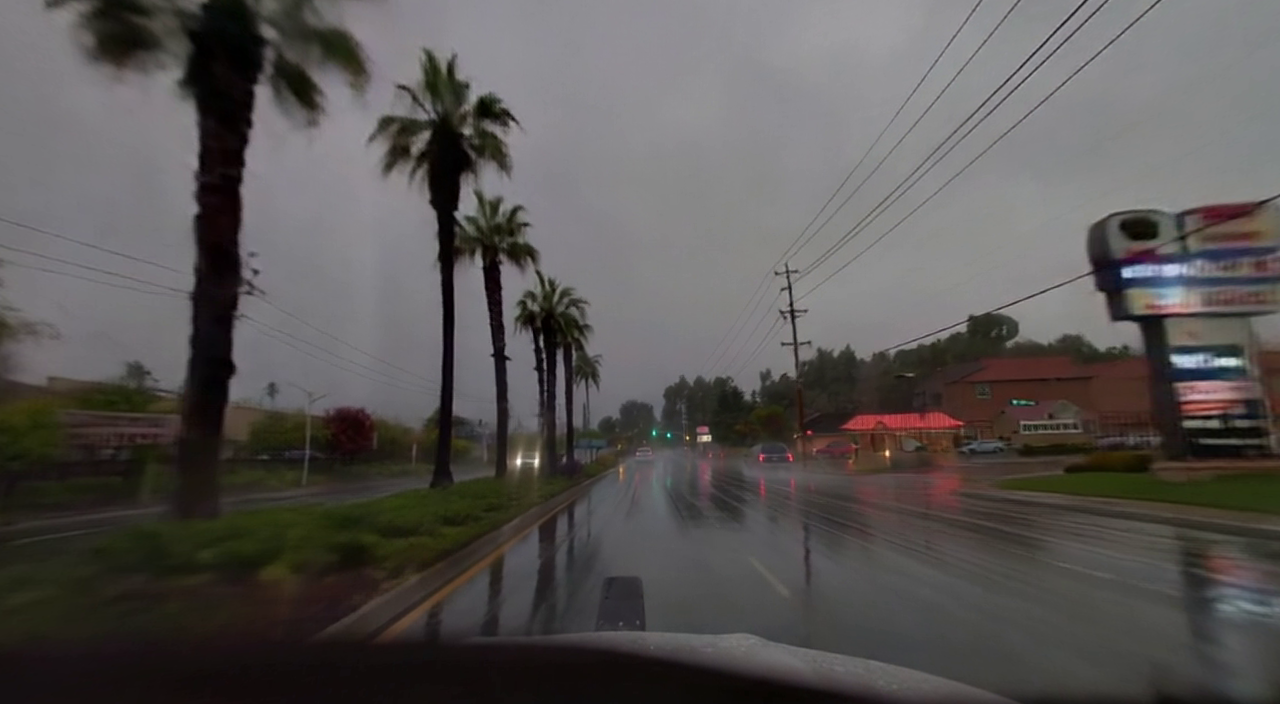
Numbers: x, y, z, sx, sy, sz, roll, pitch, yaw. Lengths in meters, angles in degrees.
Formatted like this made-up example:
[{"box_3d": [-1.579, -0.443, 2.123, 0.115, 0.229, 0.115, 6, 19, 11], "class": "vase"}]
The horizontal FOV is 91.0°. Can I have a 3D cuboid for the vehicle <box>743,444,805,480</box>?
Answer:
[{"box_3d": [6.868, 5.680, 32.887, 2.252, 1.718, 4.617, 0, -9, 1], "class": "vehicle"}]

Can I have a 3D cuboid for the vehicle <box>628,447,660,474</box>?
[{"box_3d": [0.296, 7.480, 43.588, 2.138, 1.702, 4.168, 0, -9, 1], "class": "vehicle"}]

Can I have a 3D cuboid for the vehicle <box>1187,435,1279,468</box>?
[{"box_3d": [29.604, 4.828, 30.573, 4.191, 1.492, 1.950, 0, -9, 0], "class": "vehicle"}]
